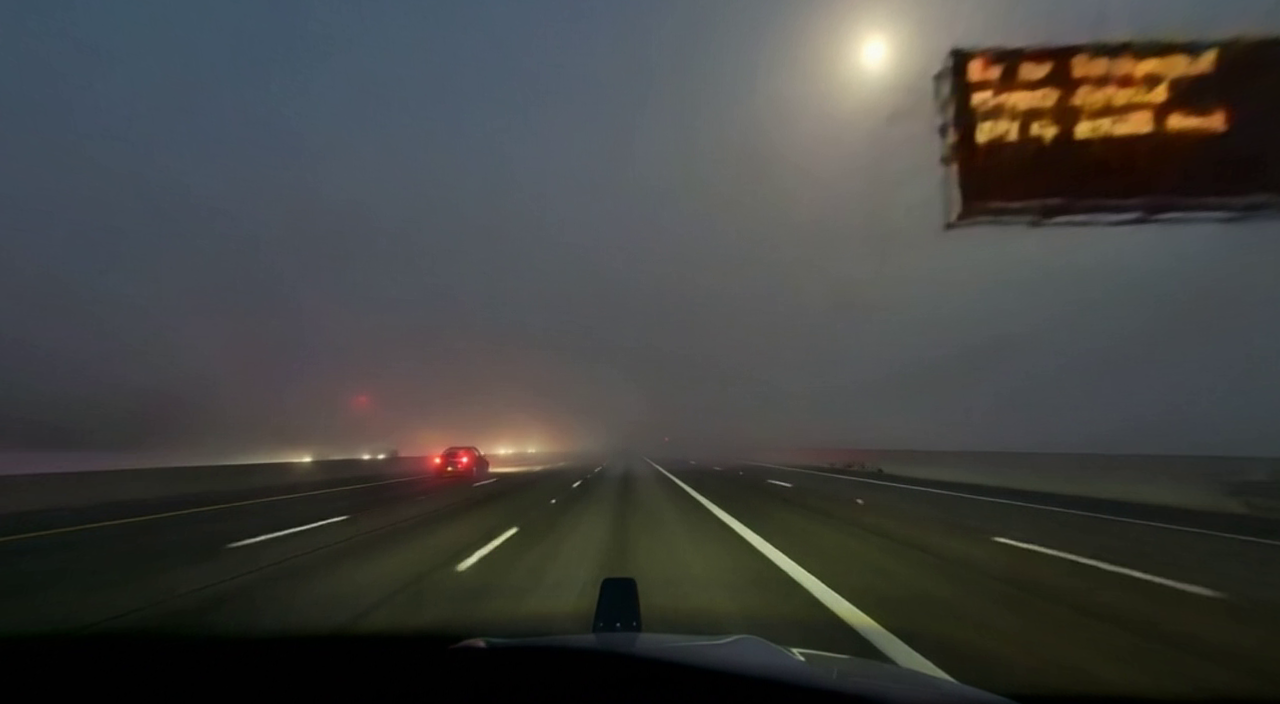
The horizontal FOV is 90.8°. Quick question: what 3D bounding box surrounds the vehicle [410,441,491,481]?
[{"bbox_3d":[-8.131,4.695,27.589,2.005,1.545,4.874,0,-8,0],"label":"vehicle"}]
